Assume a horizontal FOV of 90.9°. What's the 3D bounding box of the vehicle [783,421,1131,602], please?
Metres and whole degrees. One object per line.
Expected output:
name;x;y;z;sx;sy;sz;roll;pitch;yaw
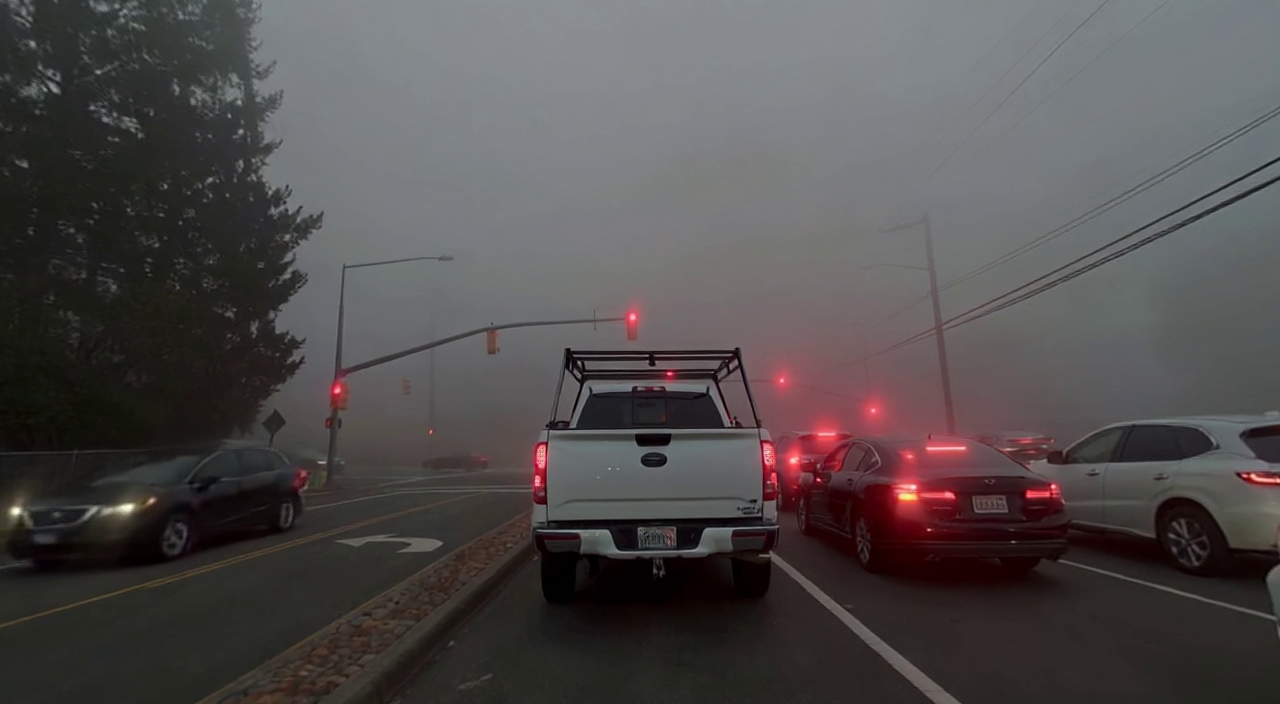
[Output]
vehicle;3.118;1.638;7.371;1.993;1.495;4.060;0;-8;1

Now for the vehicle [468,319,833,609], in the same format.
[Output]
vehicle;0.117;1.307;8.094;2.831;2.284;6.149;0;-8;1

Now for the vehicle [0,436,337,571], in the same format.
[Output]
vehicle;-7.374;2.276;10.379;2.369;1.690;4.529;0;-8;2

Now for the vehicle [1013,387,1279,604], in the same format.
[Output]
vehicle;6.156;1.363;6.469;1.982;1.727;4.352;0;-8;1
